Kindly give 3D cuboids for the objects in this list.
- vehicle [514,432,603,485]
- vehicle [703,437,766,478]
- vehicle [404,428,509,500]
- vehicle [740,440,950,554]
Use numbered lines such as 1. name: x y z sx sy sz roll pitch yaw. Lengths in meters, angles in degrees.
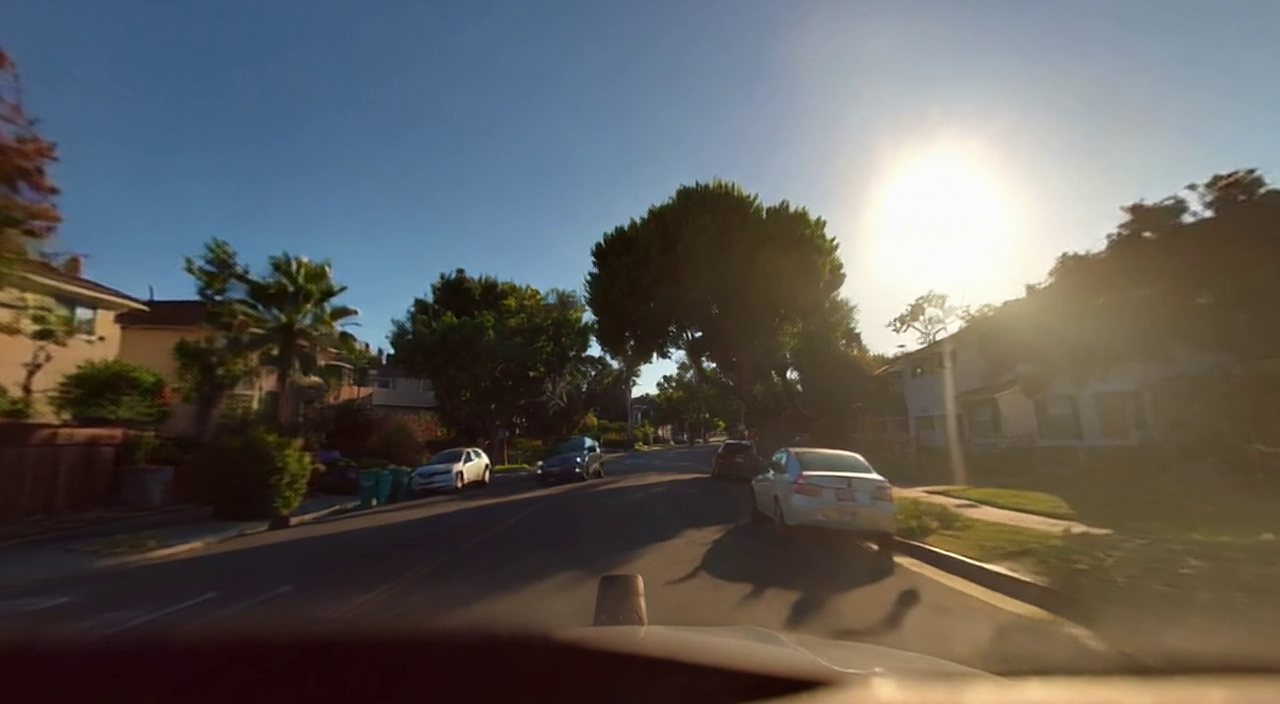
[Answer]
1. vehicle: -2.924 4.012 23.921 2.305 1.781 4.834 -1 -9 6
2. vehicle: 3.705 4.221 25.400 2.045 1.519 4.231 -1 -9 2
3. vehicle: -6.661 4.307 23.529 2.053 1.713 4.850 -3 -21 5
4. vehicle: 3.028 2.215 10.380 1.942 1.465 4.123 0 -9 -2
